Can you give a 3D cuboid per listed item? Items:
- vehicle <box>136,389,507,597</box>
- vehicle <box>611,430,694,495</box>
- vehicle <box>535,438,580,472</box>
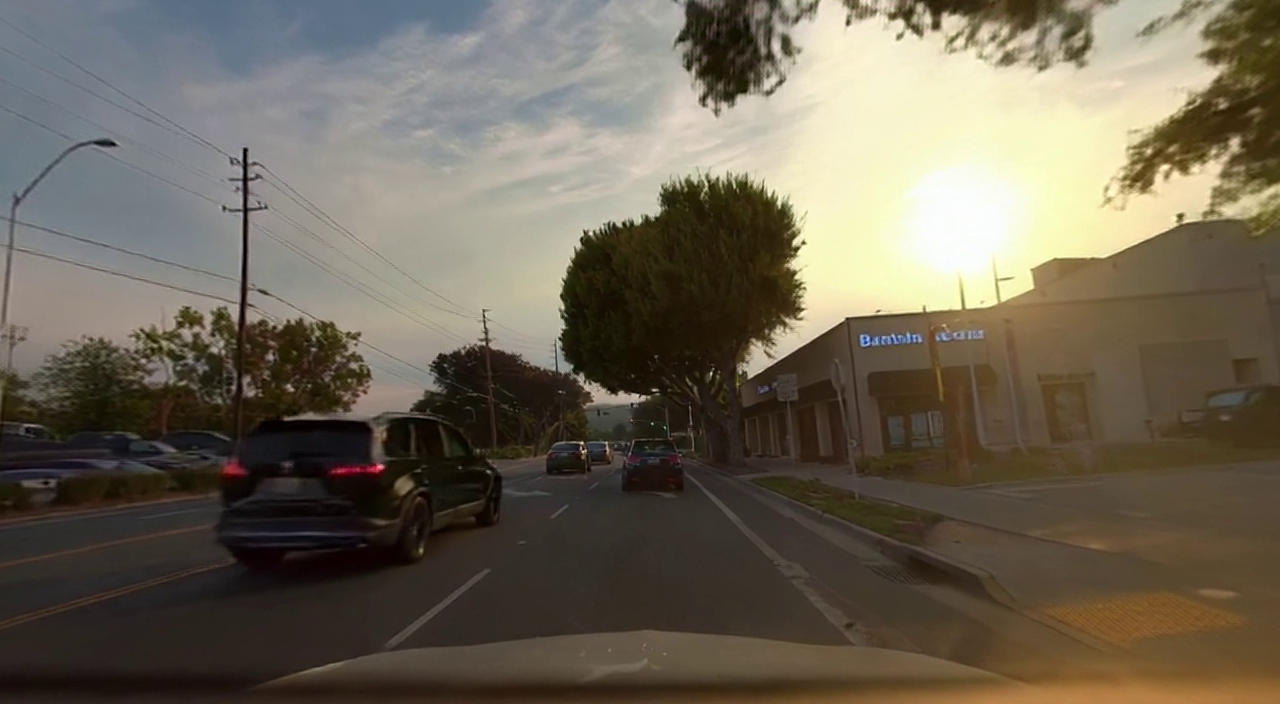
[{"bbox_3d":[-3.435,1.639,8.340,2.064,1.859,5.154,0,-8,2],"label":"vehicle"},{"bbox_3d":[0.311,3.111,18.096,2.108,1.612,4.246,0,-8,0],"label":"vehicle"},{"bbox_3d":[-4.430,5.613,34.554,1.862,1.694,4.315,0,-8,0],"label":"vehicle"}]
